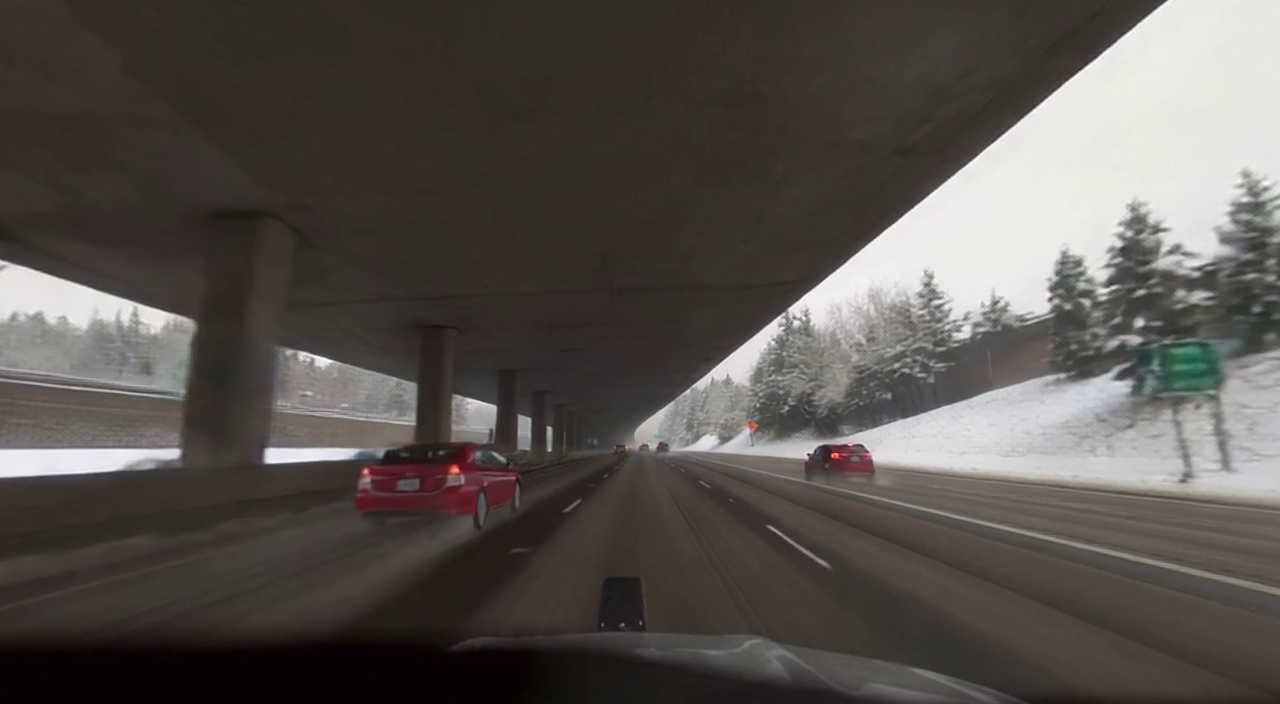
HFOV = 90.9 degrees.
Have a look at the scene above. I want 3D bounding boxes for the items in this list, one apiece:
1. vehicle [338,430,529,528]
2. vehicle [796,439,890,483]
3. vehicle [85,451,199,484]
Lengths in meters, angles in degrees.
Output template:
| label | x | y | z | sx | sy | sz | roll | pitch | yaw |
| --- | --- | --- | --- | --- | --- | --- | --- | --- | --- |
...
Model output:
| label | x | y | z | sx | sy | sz | roll | pitch | yaw |
| --- | --- | --- | --- | --- | --- | --- | --- | --- | --- |
| vehicle | -3.710 | 2.385 | 12.478 | 2.085 | 1.533 | 4.861 | 0 | -8 | 1 |
| vehicle | 7.337 | 3.976 | 23.350 | 1.914 | 1.465 | 4.574 | 0 | -8 | -1 |
| vehicle | -24.584 | 5.674 | 31.391 | 1.832 | 1.476 | 4.643 | 0 | -8 | 0 |
